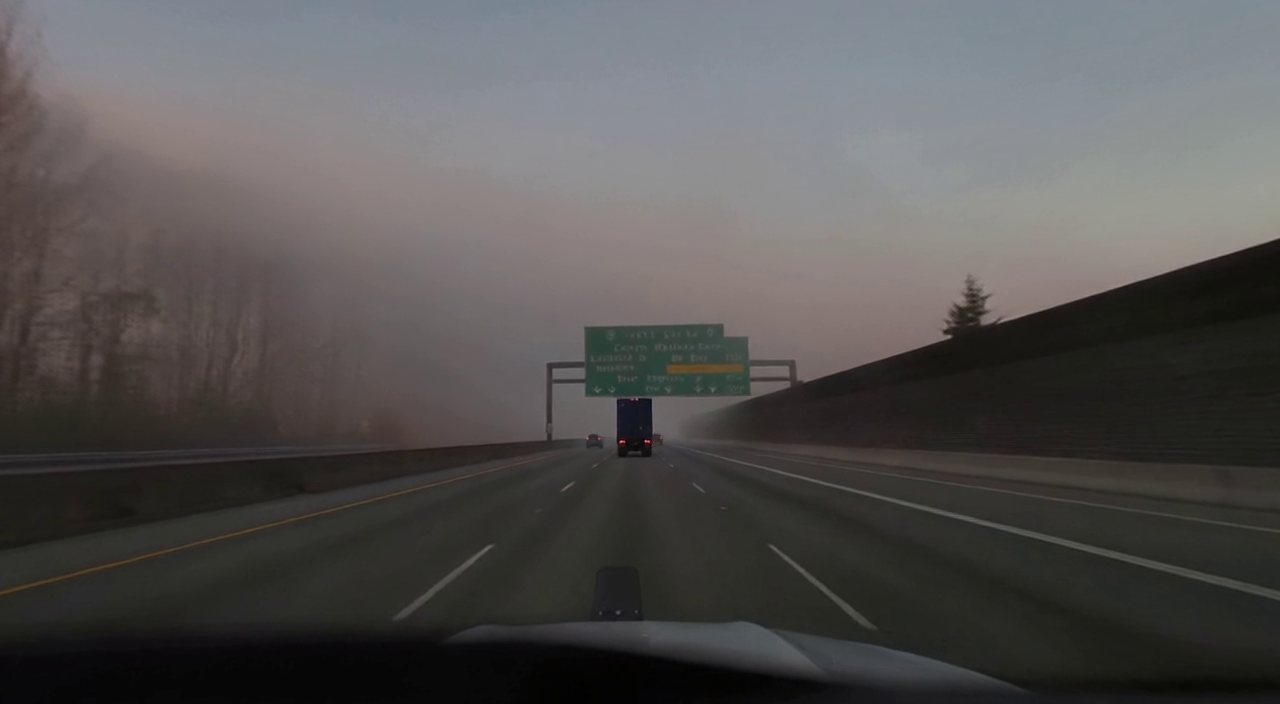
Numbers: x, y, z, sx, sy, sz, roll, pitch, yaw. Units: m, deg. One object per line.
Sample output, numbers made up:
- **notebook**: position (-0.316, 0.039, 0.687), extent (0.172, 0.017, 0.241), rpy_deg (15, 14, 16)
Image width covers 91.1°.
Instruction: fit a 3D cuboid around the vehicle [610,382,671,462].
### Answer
- **vehicle**: position (-0.020, 4.560, 39.440), extent (2.965, 3.972, 16.689), rpy_deg (0, -8, 0)
